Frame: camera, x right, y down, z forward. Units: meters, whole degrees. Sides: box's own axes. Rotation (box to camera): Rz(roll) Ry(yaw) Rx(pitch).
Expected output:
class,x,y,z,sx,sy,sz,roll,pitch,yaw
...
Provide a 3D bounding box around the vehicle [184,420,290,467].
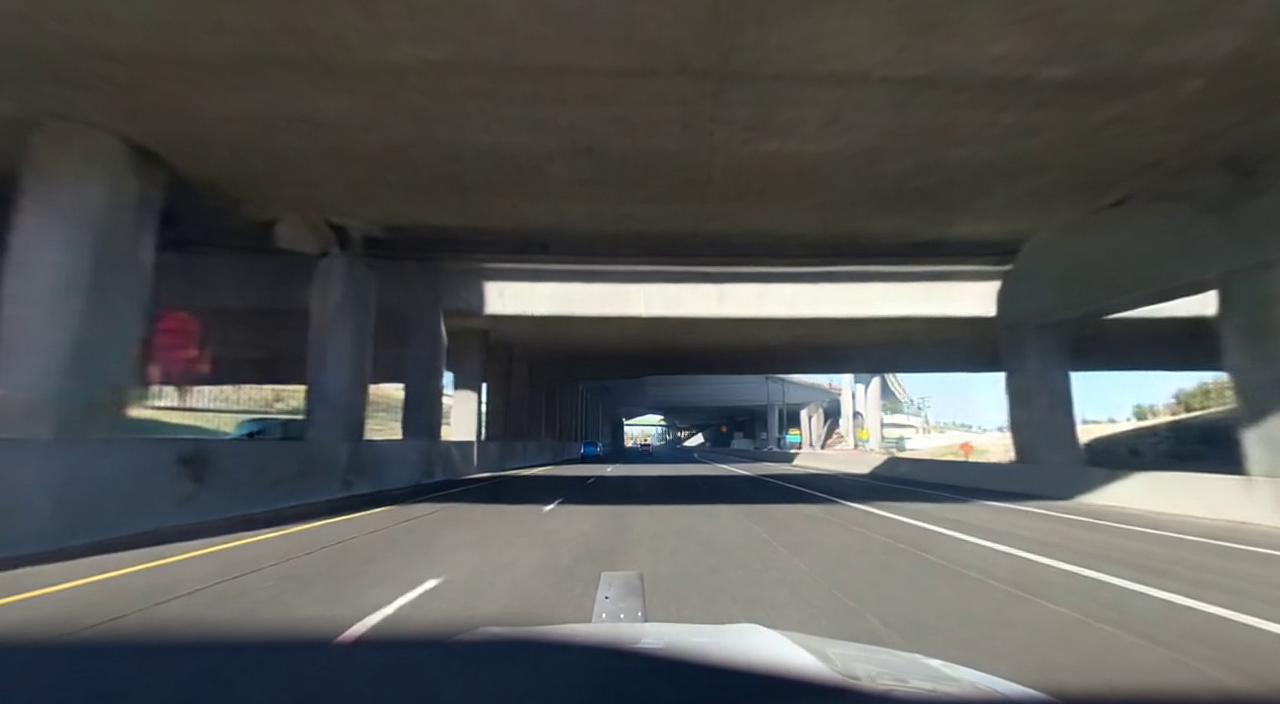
class,x,y,z,sx,sy,sz,roll,pitch,yaw
vehicle,-29.368,6.762,46.308,3.162,3.145,6.741,0,-9,1

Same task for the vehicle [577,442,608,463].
class,x,y,z,sx,sy,sz,roll,pitch,yaw
vehicle,-3.590,7.702,48.208,1.954,1.528,4.010,0,-9,1
